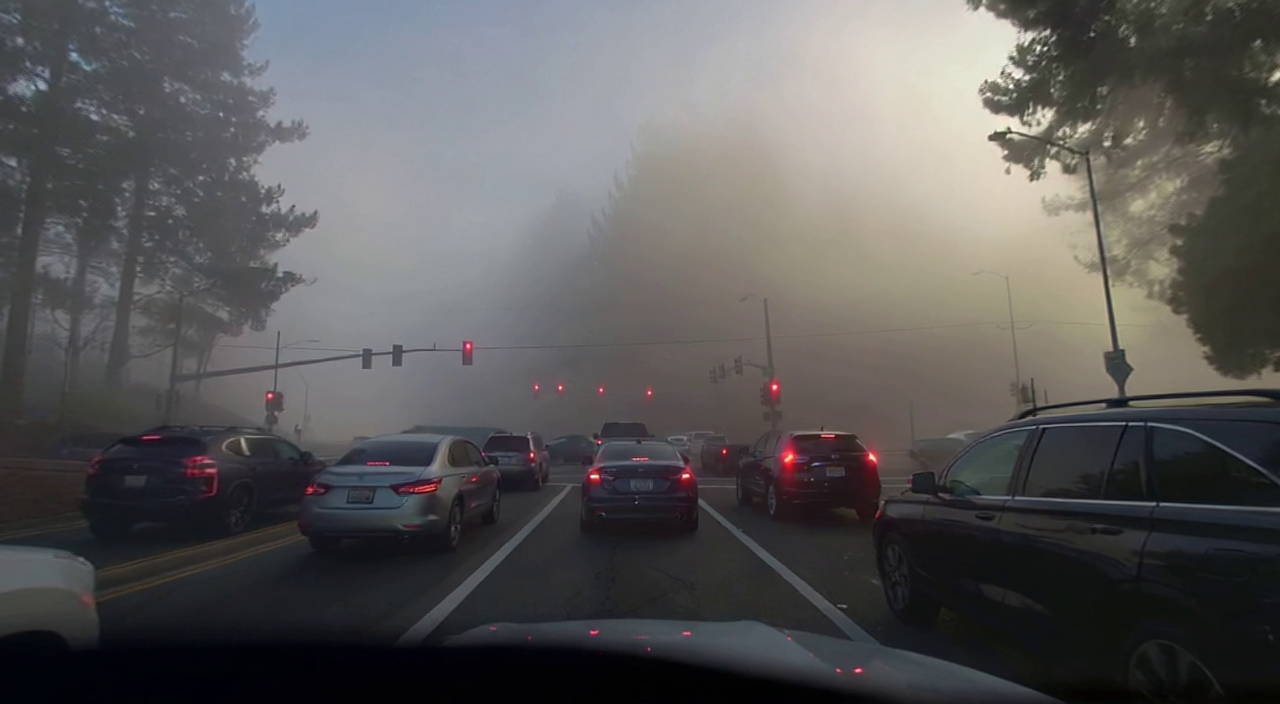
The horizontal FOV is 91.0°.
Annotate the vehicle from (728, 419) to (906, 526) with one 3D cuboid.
[{"bbox_3d":[3.079,2.199,12.008,2.106,1.667,4.101,0,-8,-1],"label":"vehicle"}]

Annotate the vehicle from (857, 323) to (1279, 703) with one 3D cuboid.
[{"bbox_3d":[3.153,0.993,3.736,2.074,1.685,4.387,0,-8,-1],"label":"vehicle"}]

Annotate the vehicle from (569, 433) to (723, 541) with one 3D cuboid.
[{"bbox_3d":[0.007,2.102,10.429,2.076,1.438,3.770,0,-8,-2],"label":"vehicle"}]

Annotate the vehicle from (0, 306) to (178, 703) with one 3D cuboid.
[{"bbox_3d":[-3.200,0.496,0.604,2.079,1.756,4.676,0,-8,-3],"label":"vehicle"}]

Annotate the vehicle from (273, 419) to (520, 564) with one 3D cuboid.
[{"bbox_3d":[-3.057,1.836,9.077,1.896,1.546,4.378,0,-8,-1],"label":"vehicle"}]
